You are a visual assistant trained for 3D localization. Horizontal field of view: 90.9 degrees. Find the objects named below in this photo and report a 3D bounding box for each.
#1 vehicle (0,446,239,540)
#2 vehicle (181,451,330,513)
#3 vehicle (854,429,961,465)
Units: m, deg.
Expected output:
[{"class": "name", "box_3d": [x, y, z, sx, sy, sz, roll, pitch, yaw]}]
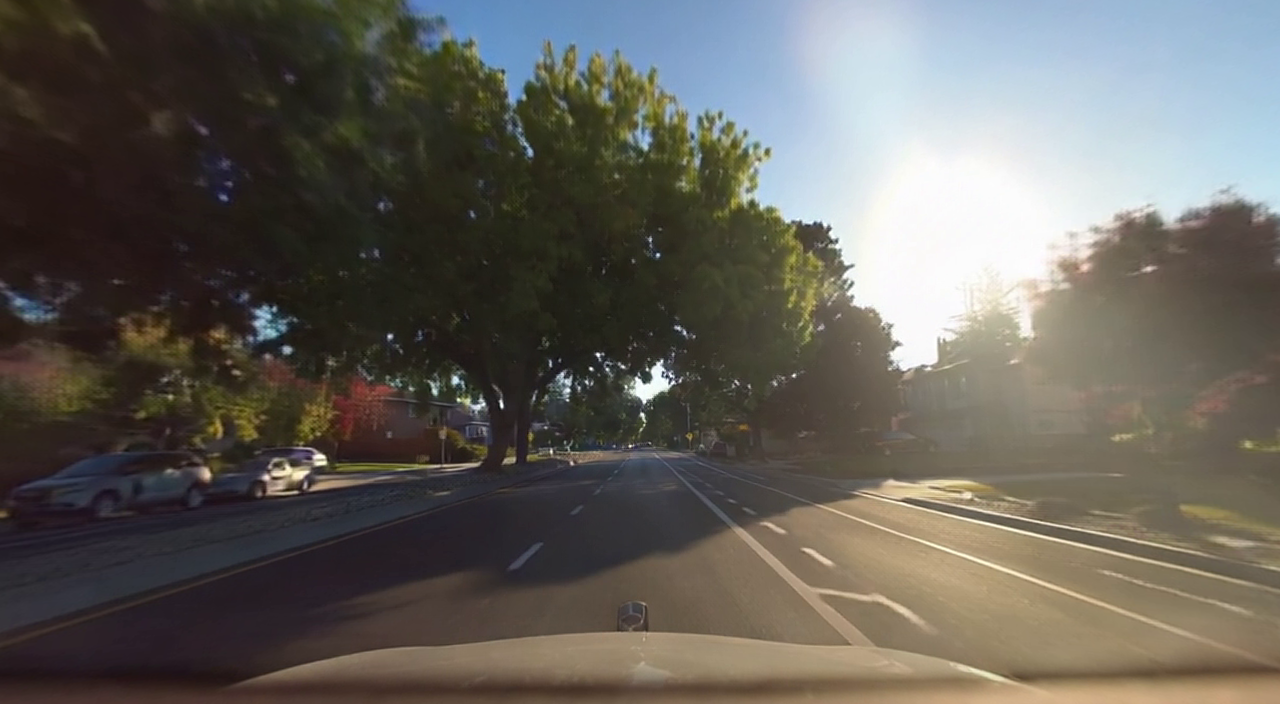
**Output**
[{"class": "vehicle", "box_3d": [-11.814, 3.067, 14.515, 2.023, 1.629, 4.822, -2, -7, -1]}, {"class": "vehicle", "box_3d": [-11.745, 3.937, 19.668, 1.888, 1.439, 4.351, -2, -6, 1]}, {"class": "vehicle", "box_3d": [14.075, 5.015, 33.433, 4.907, 1.693, 2.081, 0, -7, 13]}]
